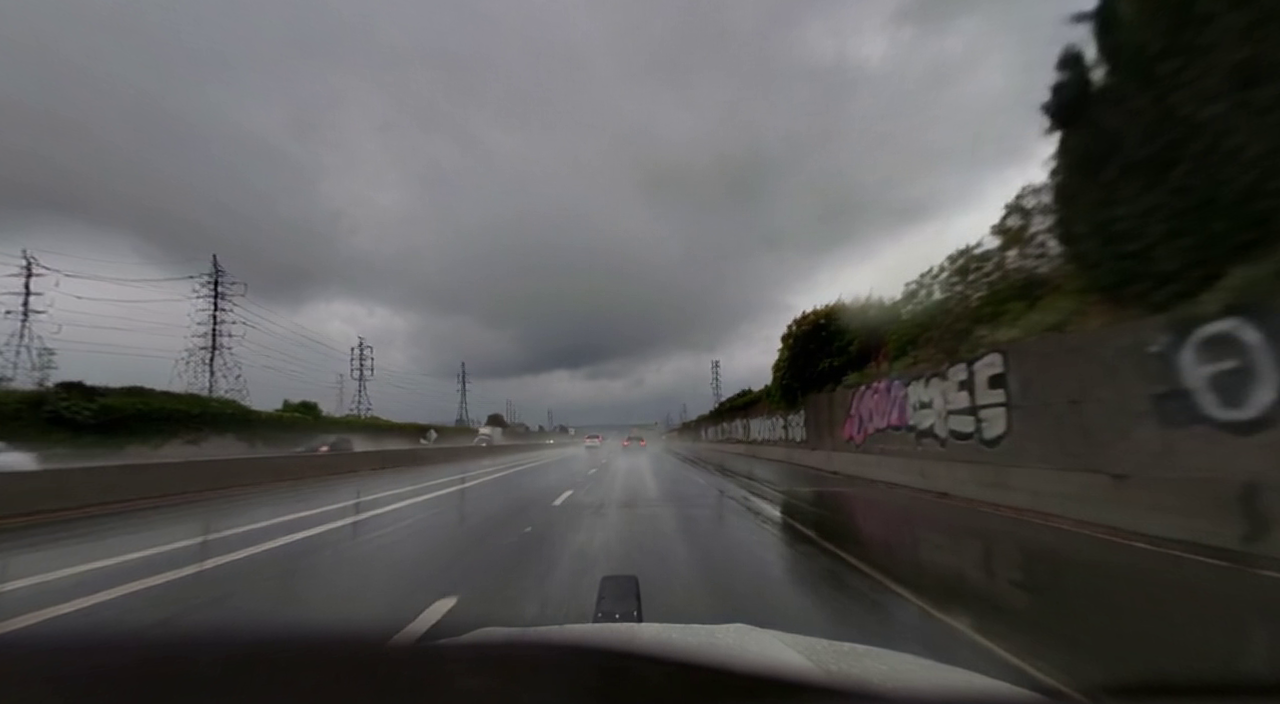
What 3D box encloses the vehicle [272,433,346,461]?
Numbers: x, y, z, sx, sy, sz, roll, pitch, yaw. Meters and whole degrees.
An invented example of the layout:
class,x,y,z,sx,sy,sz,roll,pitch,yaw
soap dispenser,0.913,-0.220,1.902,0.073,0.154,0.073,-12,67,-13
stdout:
class,x,y,z,sx,sy,sz,roll,pitch,yaw
vehicle,-18.853,5.404,36.128,1.822,1.474,4.426,0,-8,0
